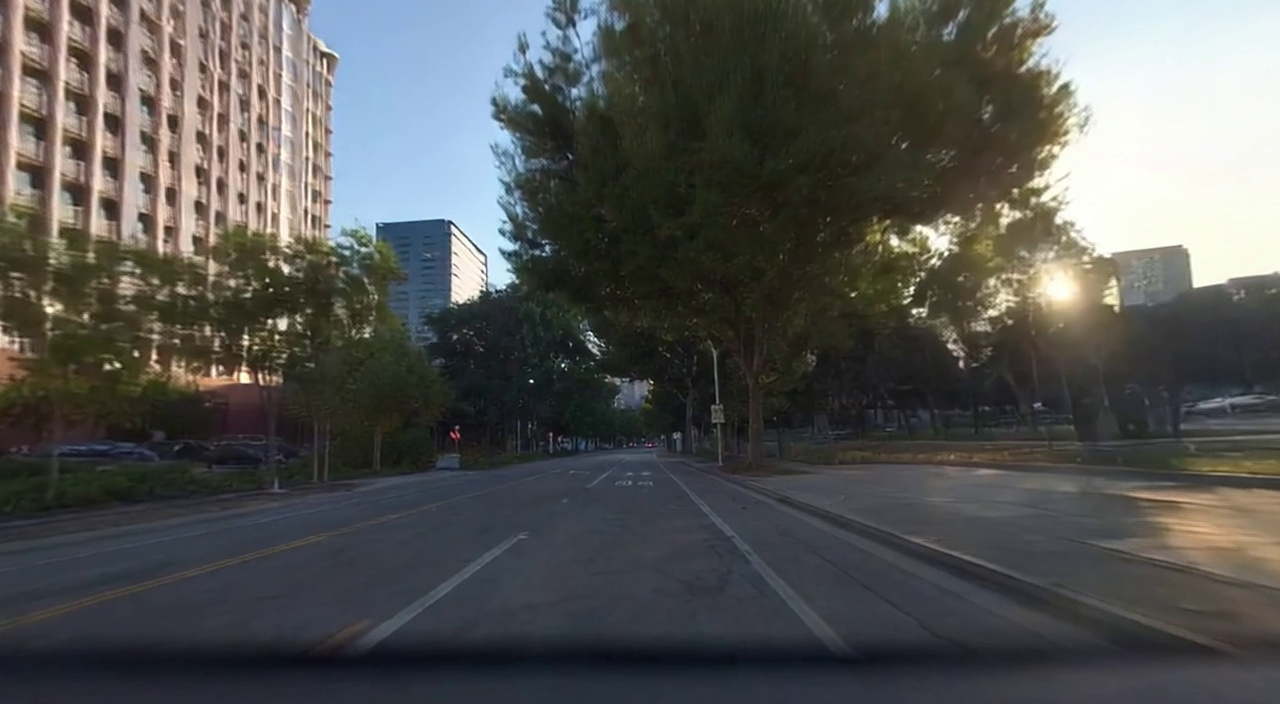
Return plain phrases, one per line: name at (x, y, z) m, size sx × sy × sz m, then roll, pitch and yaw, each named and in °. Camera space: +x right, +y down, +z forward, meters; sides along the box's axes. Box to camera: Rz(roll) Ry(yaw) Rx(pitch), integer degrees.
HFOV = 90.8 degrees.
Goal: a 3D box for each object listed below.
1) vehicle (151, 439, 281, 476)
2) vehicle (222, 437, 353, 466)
vehicle at (-20.797, 5.180, 31.154) m, size 4.876 × 1.712 × 2.166 m, roll 0°, pitch -9°, yaw 3°
vehicle at (-18.637, 5.307, 33.539) m, size 5.962 × 1.458 × 1.711 m, roll 0°, pitch -10°, yaw 3°
